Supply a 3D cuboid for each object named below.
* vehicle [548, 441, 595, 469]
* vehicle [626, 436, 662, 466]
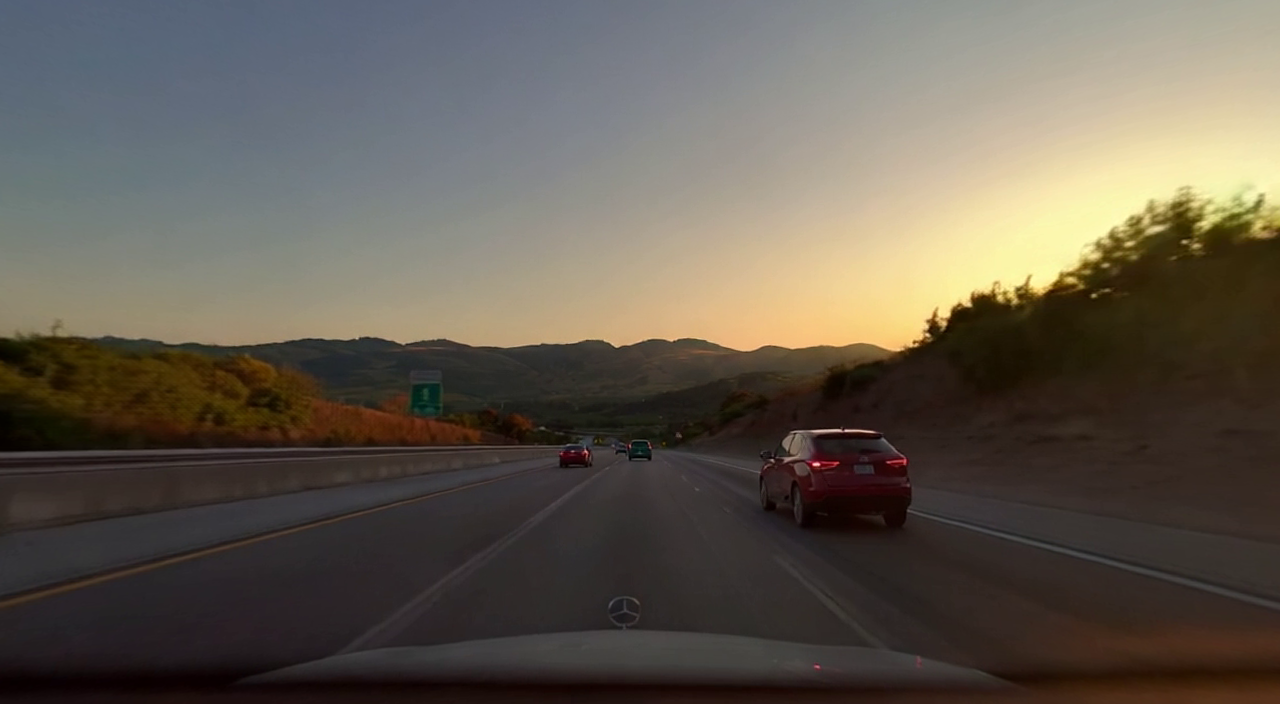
[{"bbox_3d":[-3.779,5.760,35.313,2.082,1.485,4.237,0,-8,1],"label":"vehicle"},{"bbox_3d":[0.240,6.512,41.626,2.272,1.836,4.866,0,-8,0],"label":"vehicle"}]
